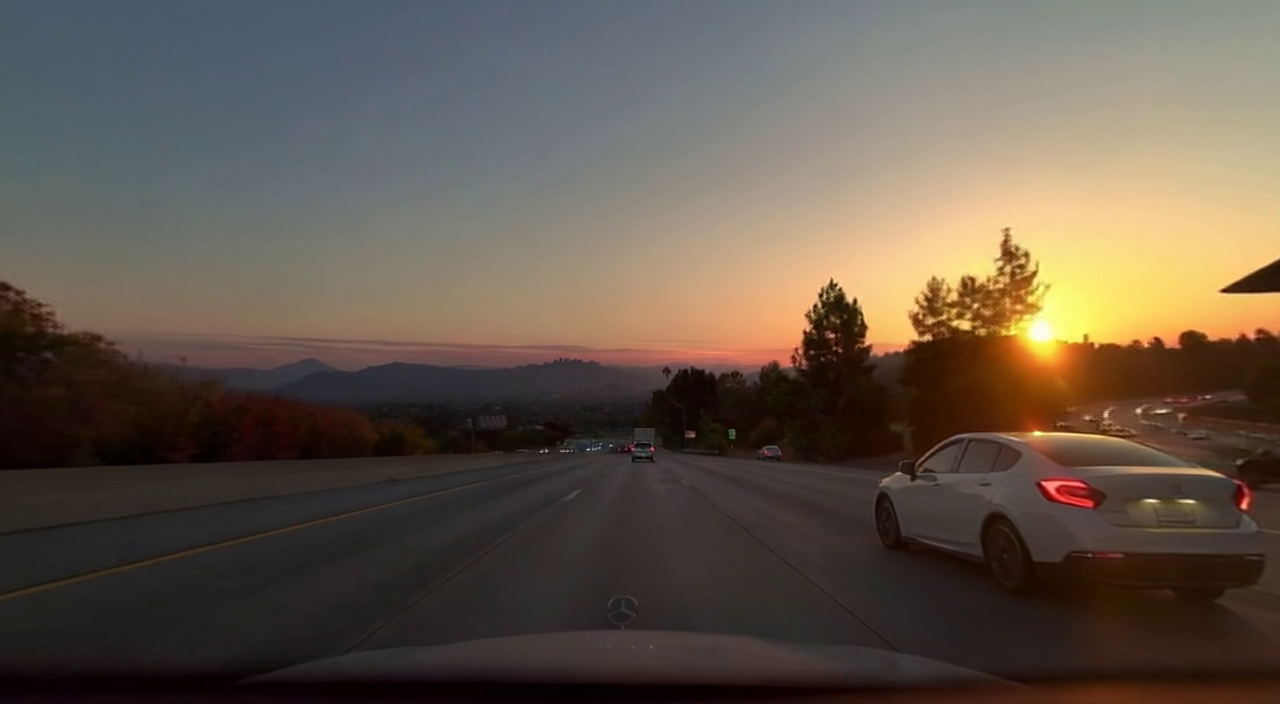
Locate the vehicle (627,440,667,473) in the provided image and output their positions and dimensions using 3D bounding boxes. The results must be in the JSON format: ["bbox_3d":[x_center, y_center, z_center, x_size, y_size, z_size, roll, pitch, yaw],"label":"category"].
[{"bbox_3d":[0.337,5.651,34.094,2.015,1.639,4.086,0,-9,0],"label":"vehicle"}]

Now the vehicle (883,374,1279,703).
[{"bbox_3d":[4.123,1.268,5.517,2.008,1.595,5.082,0,-9,1],"label":"vehicle"}]
